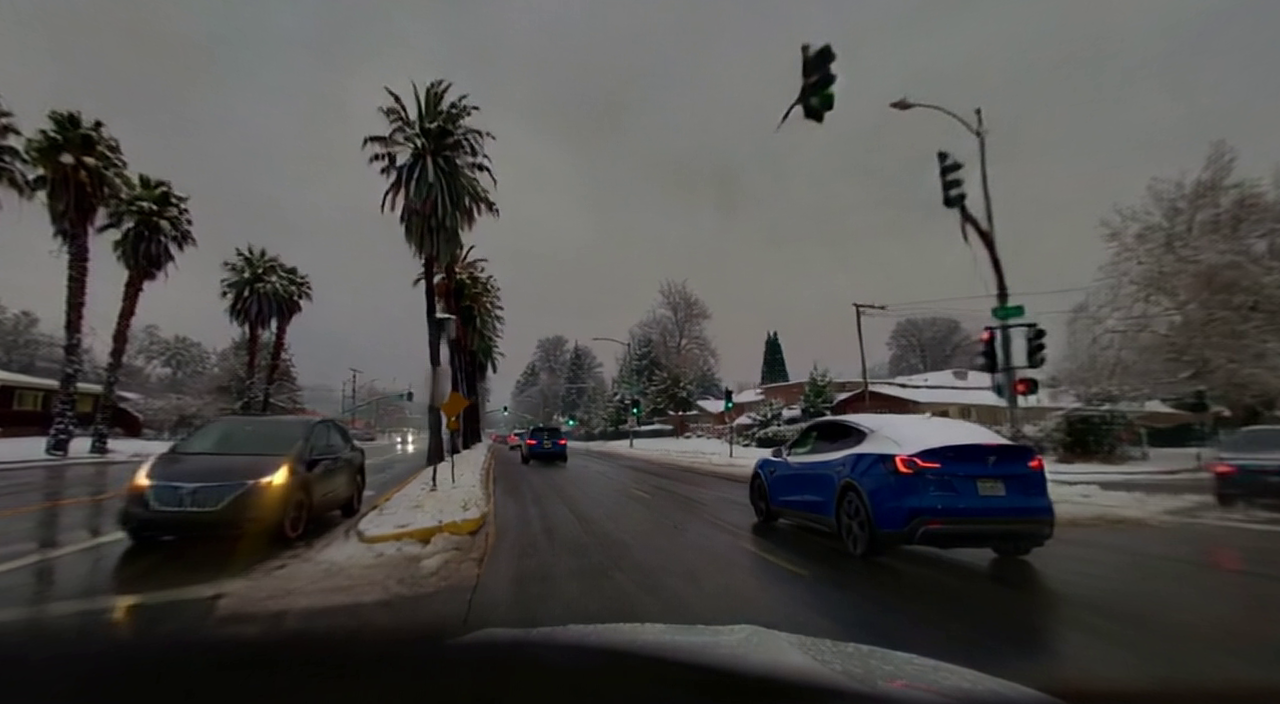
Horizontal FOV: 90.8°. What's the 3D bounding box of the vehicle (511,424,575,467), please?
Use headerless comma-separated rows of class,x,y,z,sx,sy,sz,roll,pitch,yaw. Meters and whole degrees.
vehicle,-4.390,4.118,27.938,2.341,1.709,4.466,2,-9,-14

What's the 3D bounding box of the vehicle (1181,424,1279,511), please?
vehicle,14.667,2.570,14.748,5.224,1.688,2.290,5,-11,-42

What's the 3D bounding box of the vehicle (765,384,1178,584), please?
vehicle,3.645,1.588,8.491,2.205,1.803,5.135,1,-8,-9

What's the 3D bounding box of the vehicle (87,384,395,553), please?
vehicle,-5.579,1.714,9.969,2.283,1.878,5.384,2,-9,-12
